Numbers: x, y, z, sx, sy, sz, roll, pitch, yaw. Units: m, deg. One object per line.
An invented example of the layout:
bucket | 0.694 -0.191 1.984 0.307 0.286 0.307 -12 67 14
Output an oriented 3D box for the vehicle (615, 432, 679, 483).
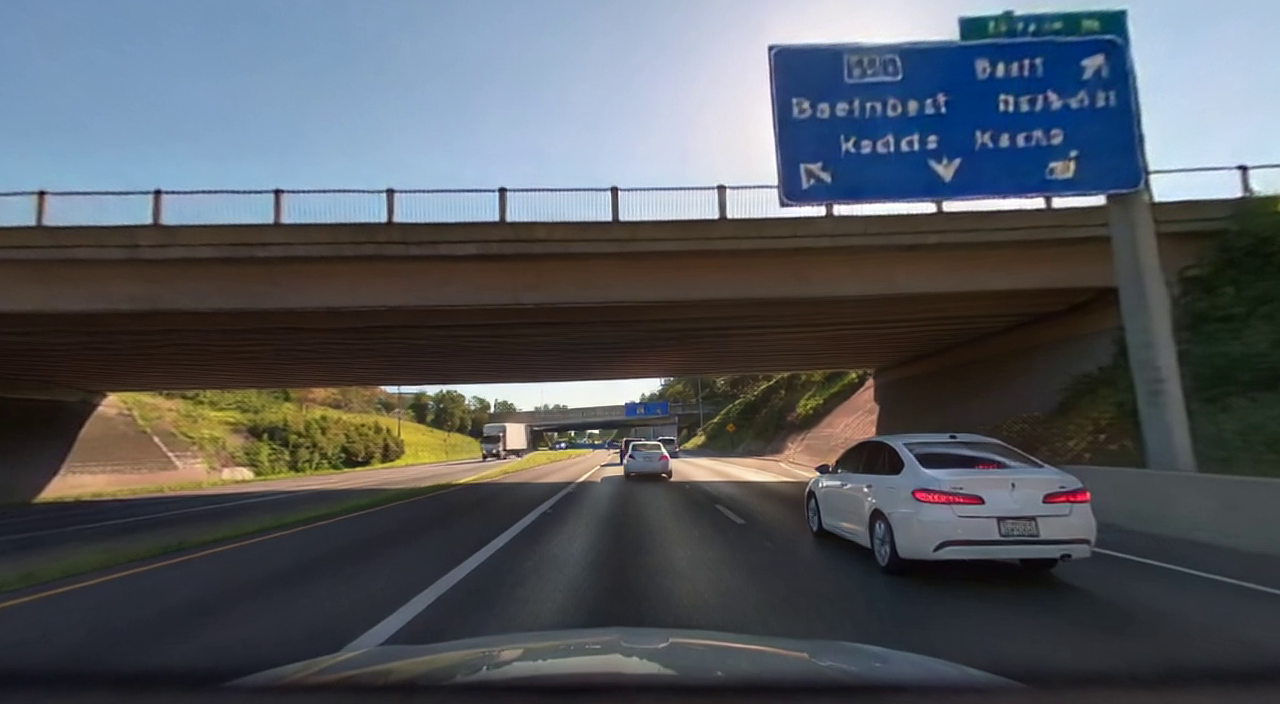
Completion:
vehicle | 0.162 3.763 22.687 2.092 1.636 4.024 0 -8 -2
